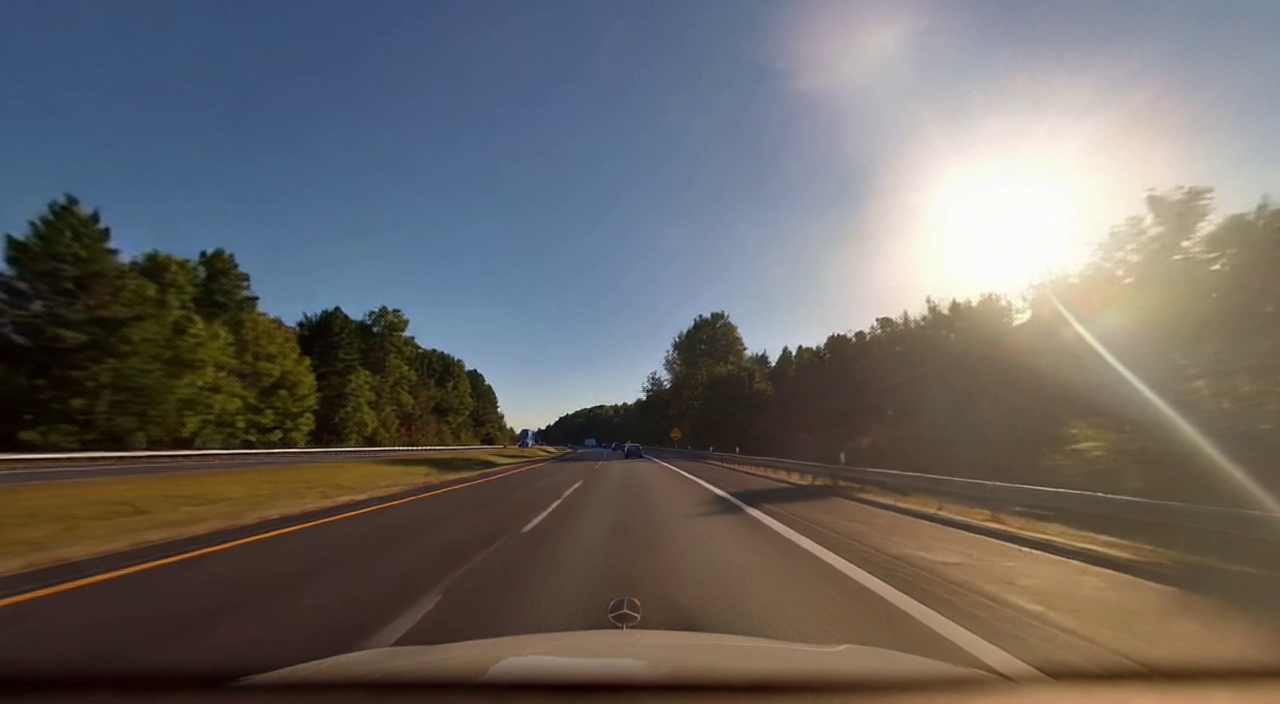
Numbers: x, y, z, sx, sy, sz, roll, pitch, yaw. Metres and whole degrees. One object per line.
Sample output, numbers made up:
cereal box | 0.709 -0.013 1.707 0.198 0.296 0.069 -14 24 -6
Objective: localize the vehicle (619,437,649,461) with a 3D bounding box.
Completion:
vehicle | -0.536 7.343 47.735 2.079 1.729 4.380 0 -8 -3
